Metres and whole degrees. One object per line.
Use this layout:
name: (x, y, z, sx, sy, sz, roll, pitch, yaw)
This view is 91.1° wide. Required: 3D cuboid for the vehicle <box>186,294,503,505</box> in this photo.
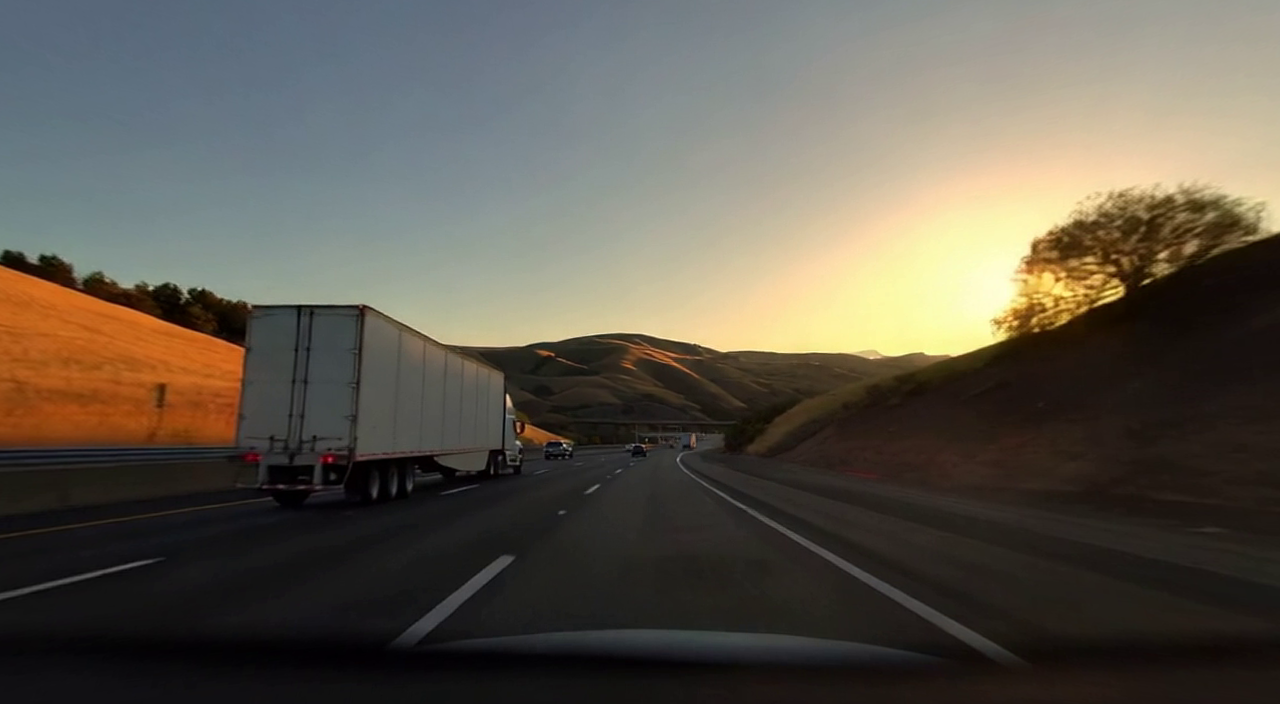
vehicle: (-6.522, 1.624, 16.933, 2.981, 3.860, 11.022, 0, -8, 1)
